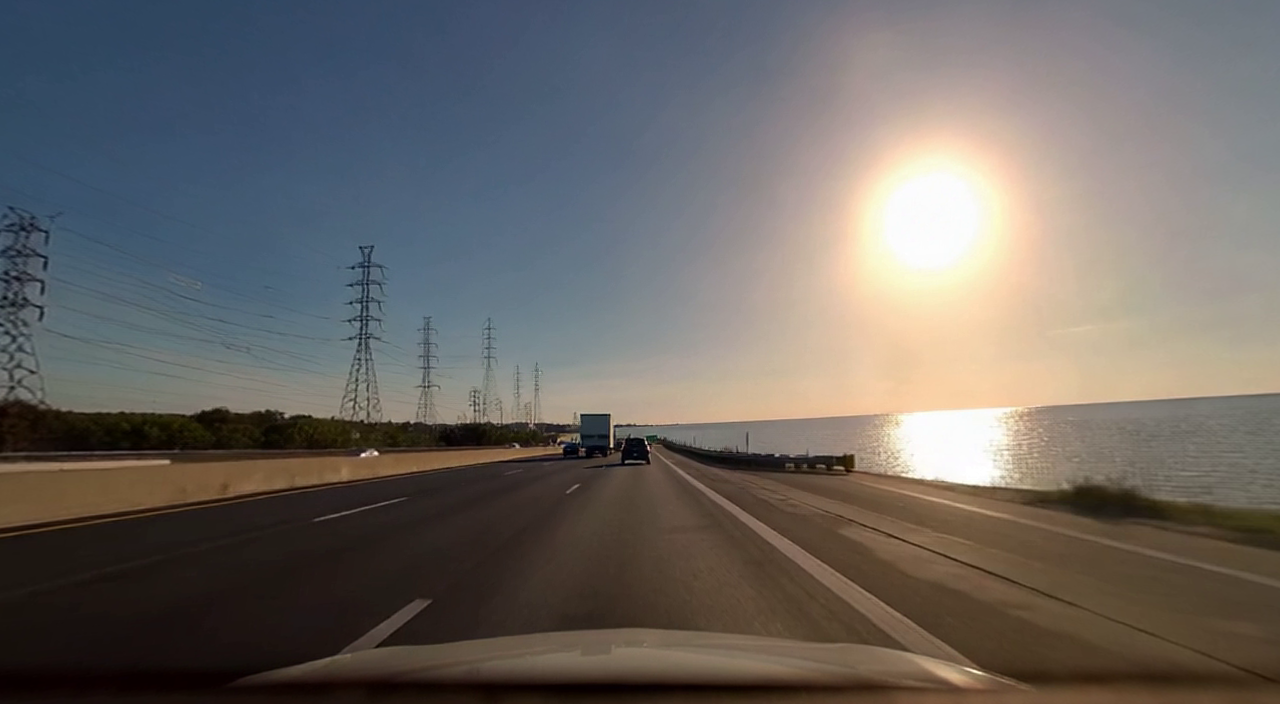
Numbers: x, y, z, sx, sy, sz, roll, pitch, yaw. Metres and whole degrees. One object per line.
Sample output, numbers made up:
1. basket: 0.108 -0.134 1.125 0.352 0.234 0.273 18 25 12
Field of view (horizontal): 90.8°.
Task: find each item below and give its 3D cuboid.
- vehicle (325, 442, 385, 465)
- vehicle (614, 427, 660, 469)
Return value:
1. vehicle: -19.488 6.971 43.402 1.991 1.480 4.777 0 -8 -1
2. vehicle: -0.157 5.305 34.861 2.358 2.144 4.713 0 -8 0
